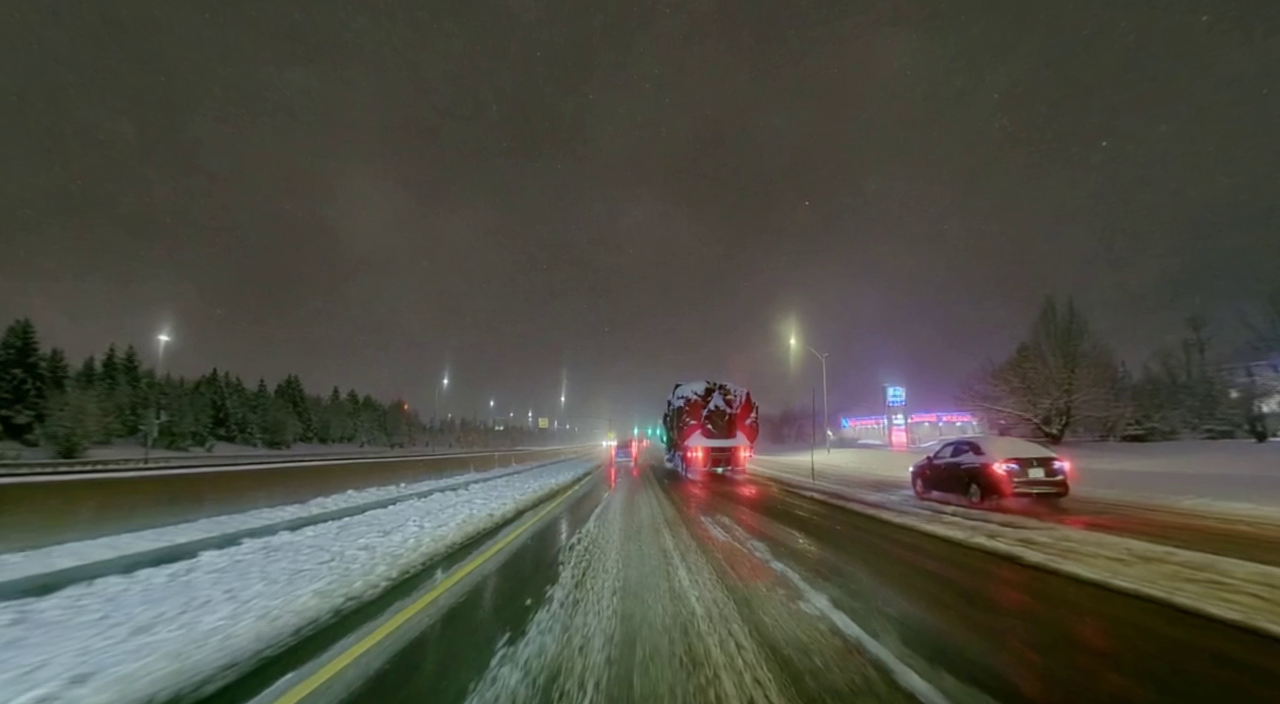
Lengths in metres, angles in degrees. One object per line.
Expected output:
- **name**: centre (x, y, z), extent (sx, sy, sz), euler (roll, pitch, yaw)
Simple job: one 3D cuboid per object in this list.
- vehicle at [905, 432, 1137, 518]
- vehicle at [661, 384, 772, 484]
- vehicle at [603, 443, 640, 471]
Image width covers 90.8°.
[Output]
- **vehicle**: centre (7.764, 2.537, 13.580), extent (2.105, 1.494, 4.537), euler (0, -9, 0)
- **vehicle**: centre (2.746, 3.538, 26.646), extent (2.934, 3.325, 10.986), euler (0, -9, -2)
- **vehicle**: centre (-0.979, 5.758, 34.784), extent (1.929, 1.395, 3.999), euler (0, -9, -1)
